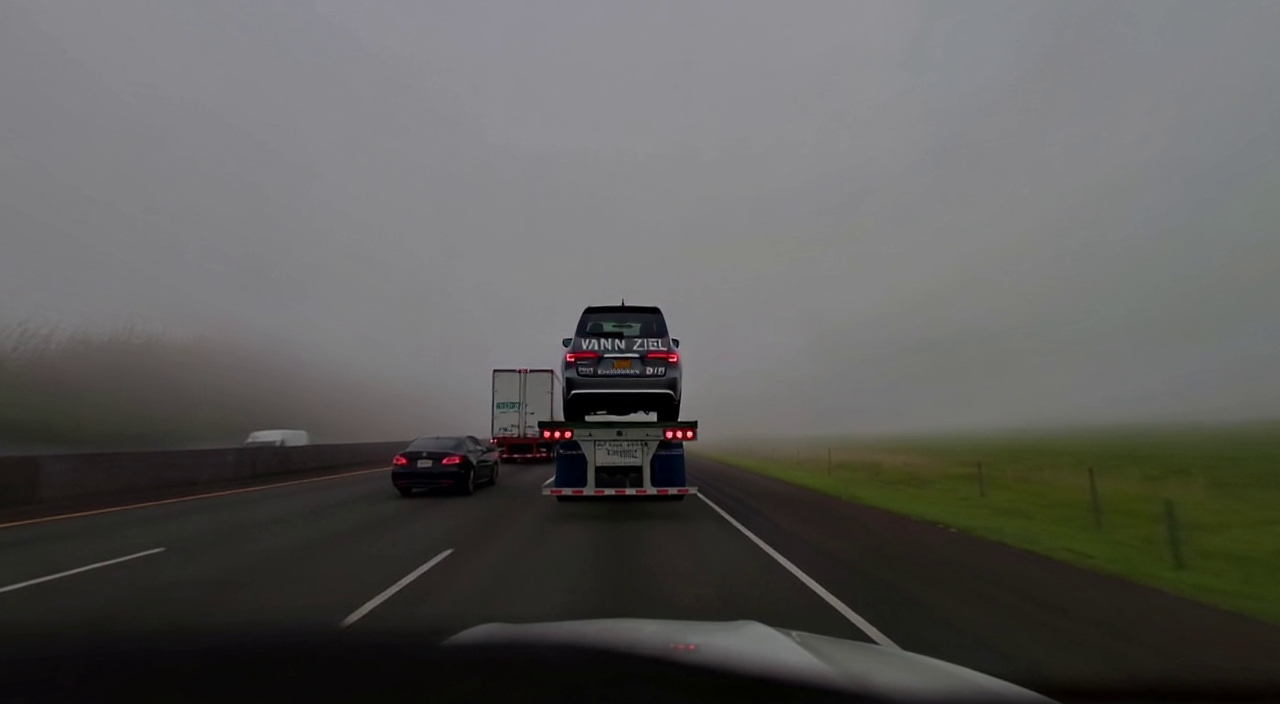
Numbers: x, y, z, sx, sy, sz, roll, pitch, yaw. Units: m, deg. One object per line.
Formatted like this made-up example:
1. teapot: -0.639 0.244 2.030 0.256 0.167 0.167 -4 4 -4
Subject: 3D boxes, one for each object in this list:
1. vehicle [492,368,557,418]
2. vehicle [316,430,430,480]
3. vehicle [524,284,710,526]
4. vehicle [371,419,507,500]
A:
1. vehicle: -4.786 1.836 26.779 2.118 1.799 4.591 0 -7 -3
2. vehicle: -8.963 3.463 21.671 1.897 1.524 4.790 0 -7 -1
3. vehicle: -0.476 1.355 14.073 2.738 3.628 9.223 0 -7 -2
4. vehicle: -4.624 2.511 15.266 1.914 1.675 4.331 0 -7 -1
